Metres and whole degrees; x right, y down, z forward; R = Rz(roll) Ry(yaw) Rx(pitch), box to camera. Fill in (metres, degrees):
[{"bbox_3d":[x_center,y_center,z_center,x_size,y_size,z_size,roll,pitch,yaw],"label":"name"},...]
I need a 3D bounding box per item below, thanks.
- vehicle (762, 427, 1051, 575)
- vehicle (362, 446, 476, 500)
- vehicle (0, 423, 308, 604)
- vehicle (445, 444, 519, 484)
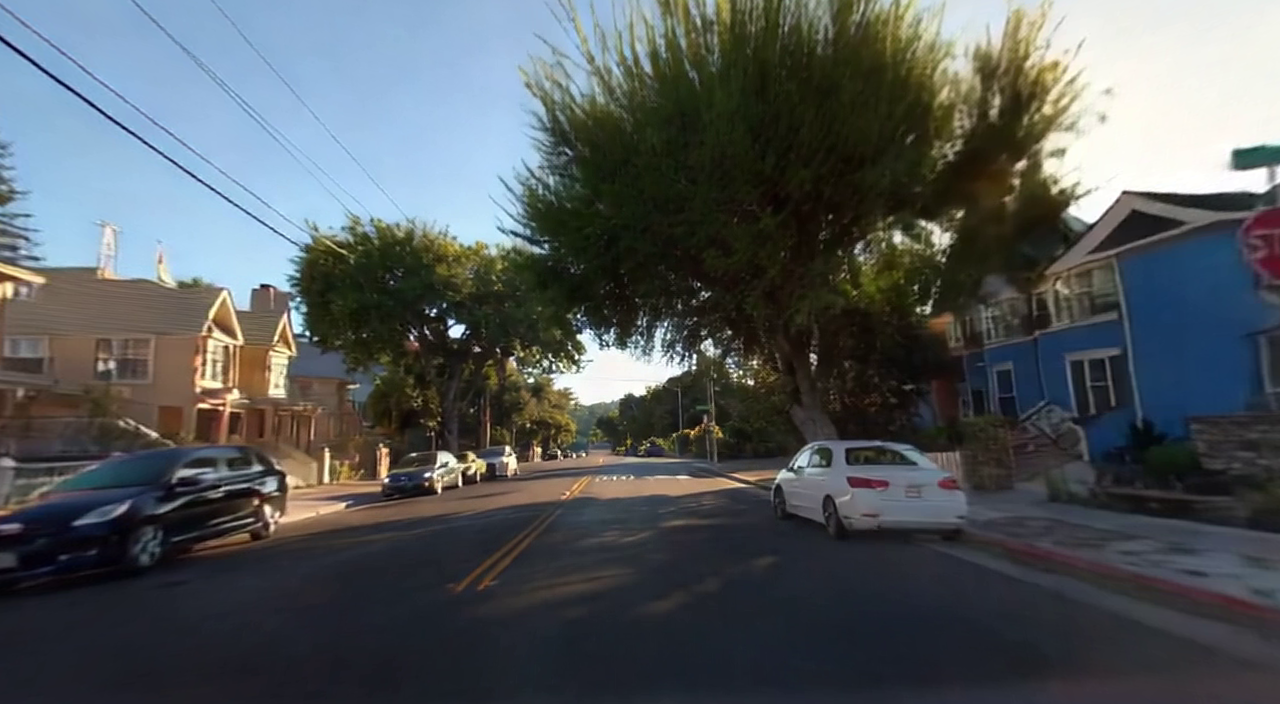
[{"bbox_3d":[3.353,1.985,9.453,1.963,1.536,5.446,0,-9,0],"label":"vehicle"},{"bbox_3d":[-6.845,3.770,20.184,2.056,1.481,4.451,0,-9,0],"label":"vehicle"},{"bbox_3d":[-6.567,1.884,8.360,1.896,1.703,4.586,0,-9,-1],"label":"vehicle"},{"bbox_3d":[-6.616,4.728,26.922,2.026,1.560,4.062,0,-9,1],"label":"vehicle"}]
